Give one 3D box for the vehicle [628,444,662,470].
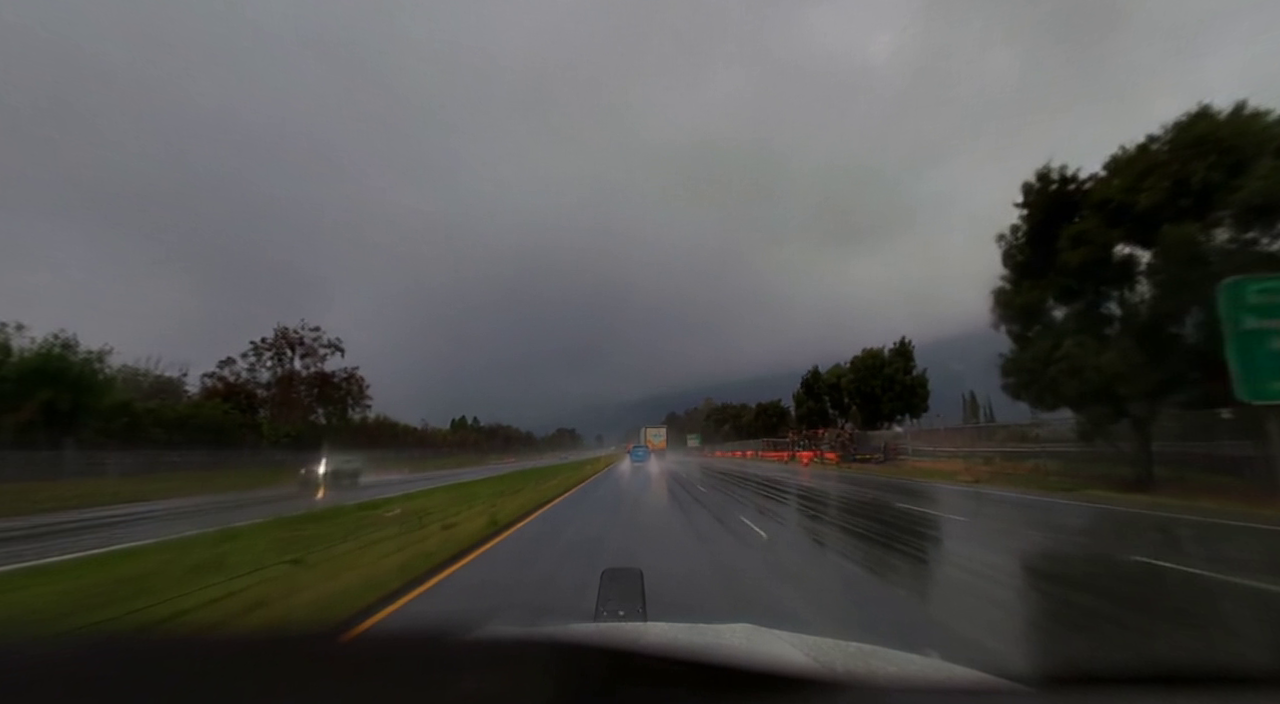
[{"bbox_3d":[0.300,6.655,40.105,2.065,1.573,3.734,0,-9,-1],"label":"vehicle"}]
